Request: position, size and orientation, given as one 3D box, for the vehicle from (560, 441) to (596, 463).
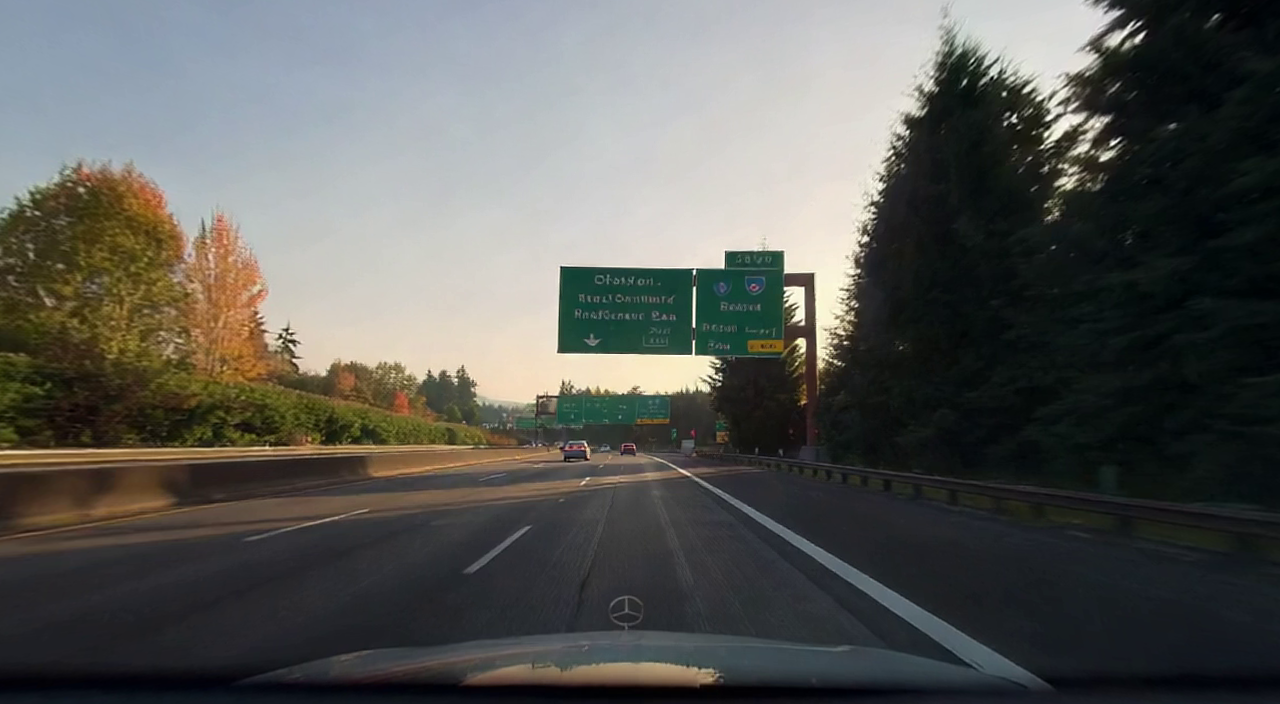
[{"bbox_3d":[-4.389,7.137,45.046,2.211,1.524,3.651,0,-8,0],"label":"vehicle"}]
